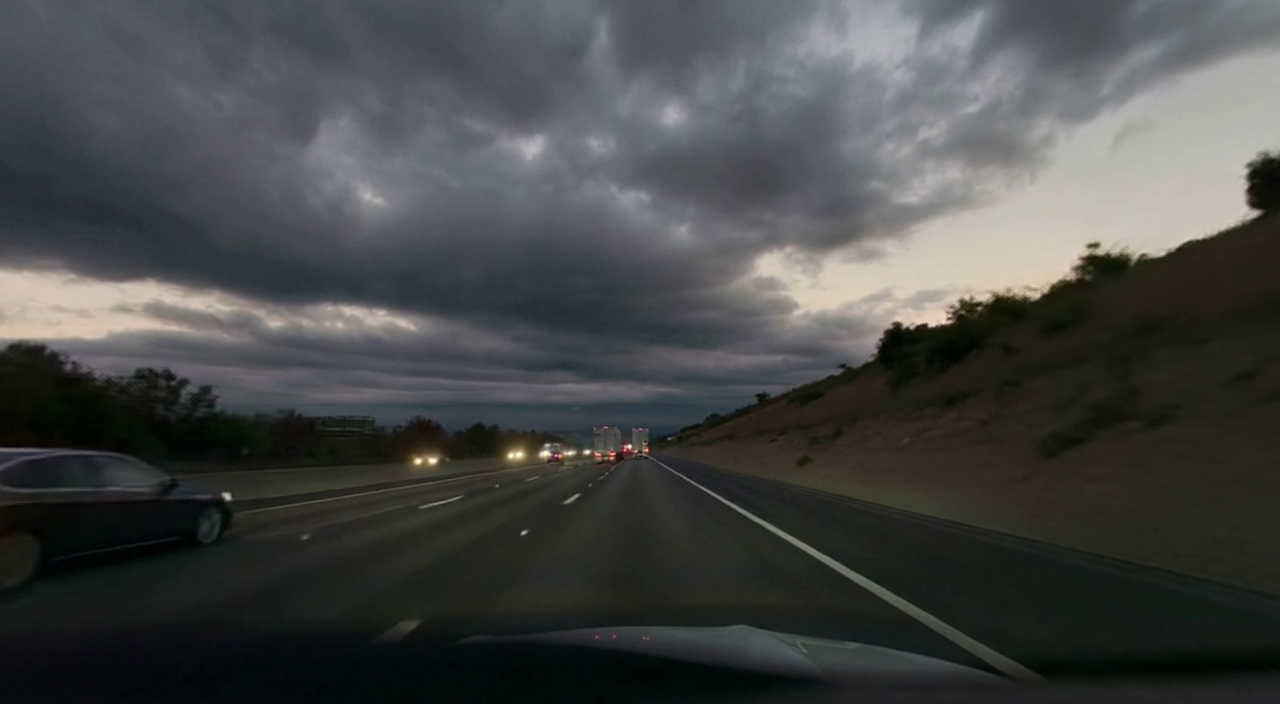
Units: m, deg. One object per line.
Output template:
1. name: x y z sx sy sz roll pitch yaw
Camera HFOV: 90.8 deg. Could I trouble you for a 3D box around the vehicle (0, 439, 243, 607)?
1. vehicle: -6.709 1.653 6.440 2.036 1.474 5.011 0 -9 0
